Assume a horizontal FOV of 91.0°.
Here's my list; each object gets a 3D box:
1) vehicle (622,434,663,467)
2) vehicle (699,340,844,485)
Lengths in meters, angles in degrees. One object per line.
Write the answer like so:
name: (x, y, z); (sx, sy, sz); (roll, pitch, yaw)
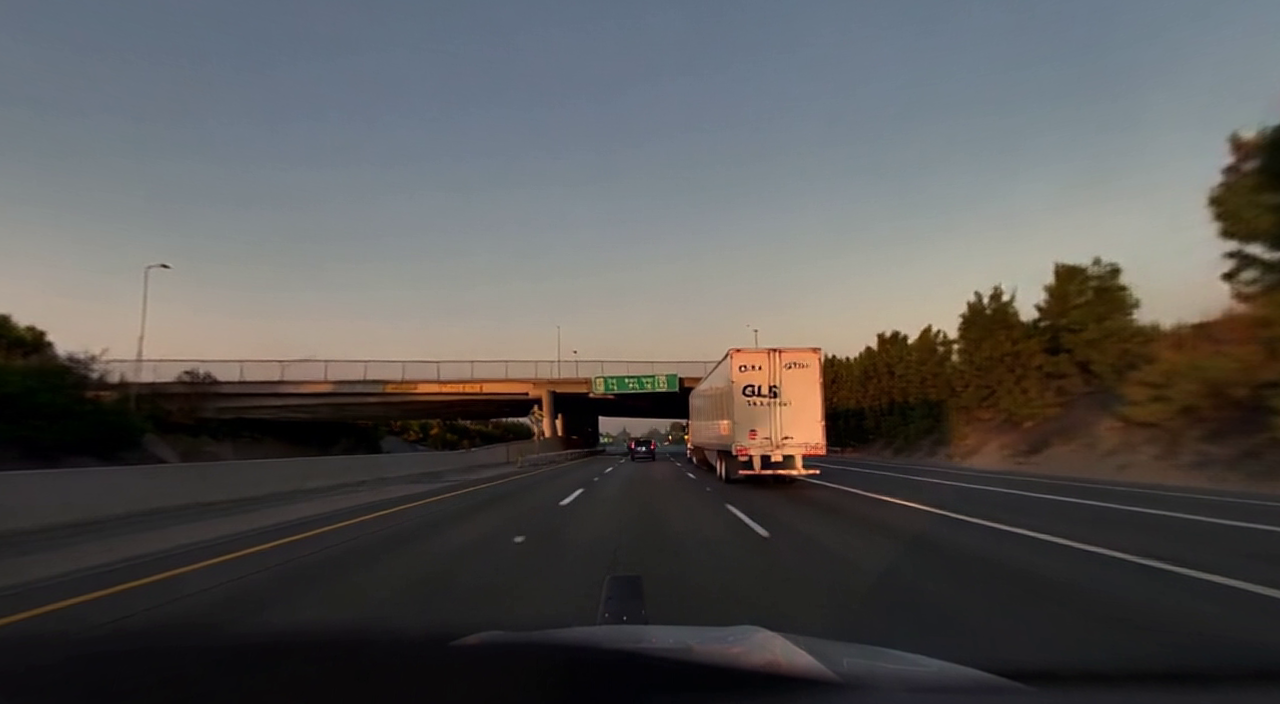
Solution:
vehicle: (0.119, 5.264, 33.835); (2.050, 1.654, 4.192); (0, -8, 0)
vehicle: (4.180, 2.417, 22.977); (3.014, 4.068, 10.359); (0, -8, 0)
